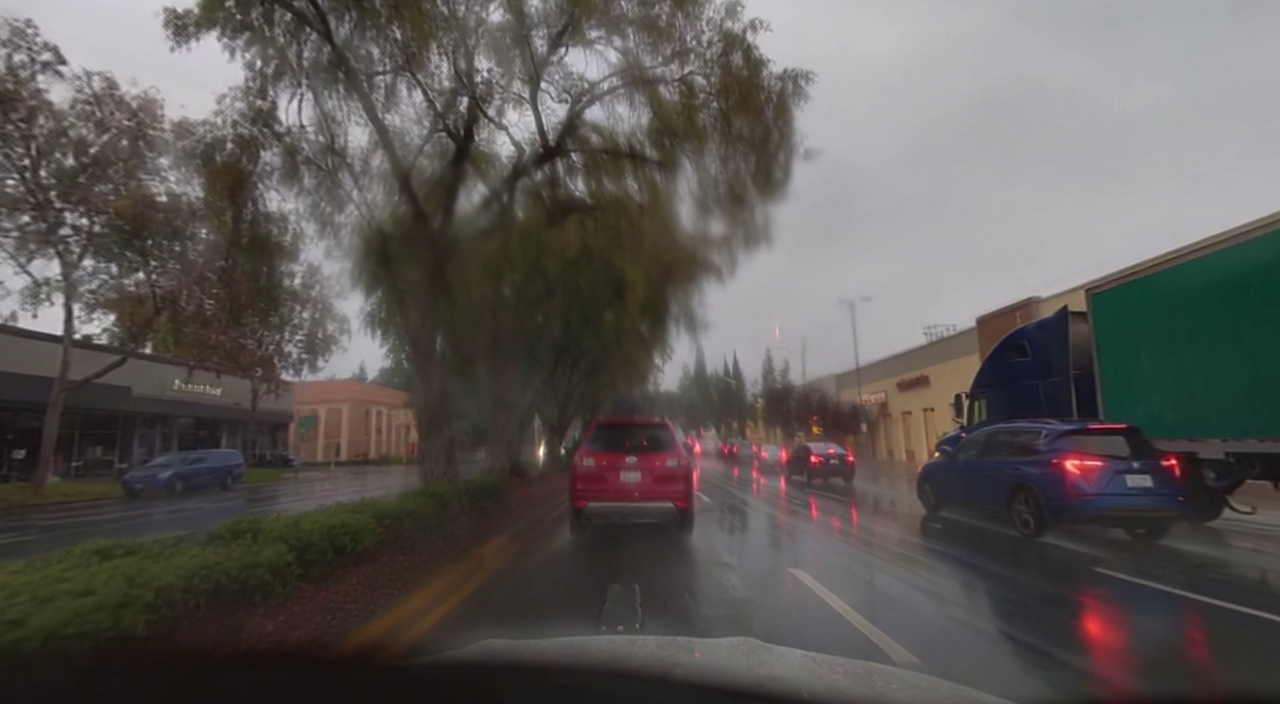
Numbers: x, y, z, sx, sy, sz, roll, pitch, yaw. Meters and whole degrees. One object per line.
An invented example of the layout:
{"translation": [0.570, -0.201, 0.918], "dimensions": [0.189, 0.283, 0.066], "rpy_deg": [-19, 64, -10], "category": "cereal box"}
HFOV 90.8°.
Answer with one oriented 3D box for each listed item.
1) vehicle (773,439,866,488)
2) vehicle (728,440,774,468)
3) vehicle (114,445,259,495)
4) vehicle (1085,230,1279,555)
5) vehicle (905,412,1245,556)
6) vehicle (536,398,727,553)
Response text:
{"translation": [6.330, 3.976, 22.896], "dimensions": [2.035, 1.553, 4.465], "rpy_deg": [0, -8, 0], "category": "vehicle"}
{"translation": [6.521, 6.016, 37.477], "dimensions": [1.914, 1.523, 4.287], "rpy_deg": [0, -8, -1], "category": "vehicle"}
{"translation": [-19.299, 4.991, 27.304], "dimensions": [2.302, 1.939, 5.221], "rpy_deg": [0, -8, 1], "category": "vehicle"}
{"translation": [9.957, -0.237, 3.201], "dimensions": [2.879, 4.284, 17.334], "rpy_deg": [0, -8, 0], "category": "vehicle"}
{"translation": [6.184, 1.916, 9.868], "dimensions": [2.056, 1.703, 4.428], "rpy_deg": [0, -8, -1], "category": "vehicle"}
{"translation": [-0.142, 1.811, 9.868], "dimensions": [2.320, 1.880, 4.192], "rpy_deg": [0, -8, -1], "category": "vehicle"}
